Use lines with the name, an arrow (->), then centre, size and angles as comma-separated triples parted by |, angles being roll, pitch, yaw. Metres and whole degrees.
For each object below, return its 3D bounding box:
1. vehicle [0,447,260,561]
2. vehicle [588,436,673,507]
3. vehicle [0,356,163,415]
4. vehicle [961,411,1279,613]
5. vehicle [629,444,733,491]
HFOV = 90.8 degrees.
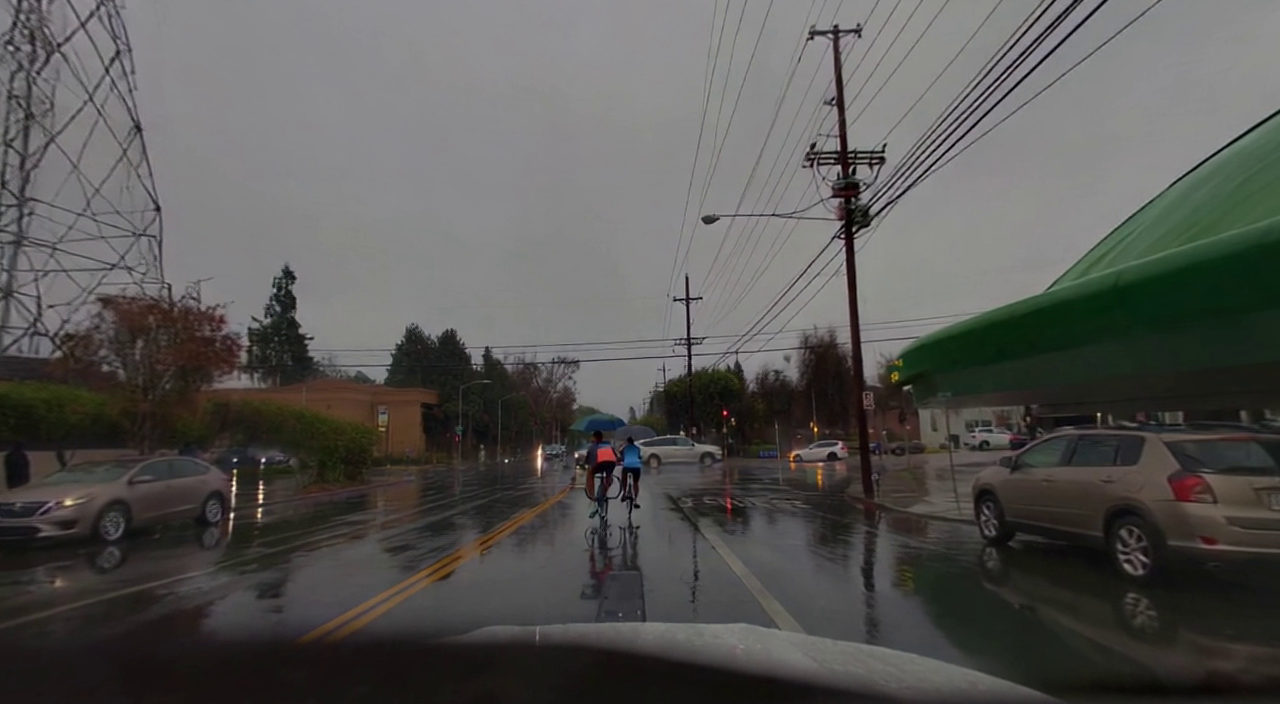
vehicle -> -10.219, 2.835, 12.732 | 2.075, 1.816, 4.900 | 0, -8, -1
vehicle -> -0.218, 3.372, 18.292 | 2.190, 1.783, 4.048 | 0, -8, 1
vehicle -> -17.098, 1.049, 19.205 | 3.685, 1.584, 1.708 | 1, -9, -3
vehicle -> 5.825, 1.671, 7.492 | 1.873, 1.714, 3.979 | 0, -8, -1
vehicle -> 1.885, 4.986, 27.733 | 2.287, 1.832, 4.961 | -6, -10, 34
